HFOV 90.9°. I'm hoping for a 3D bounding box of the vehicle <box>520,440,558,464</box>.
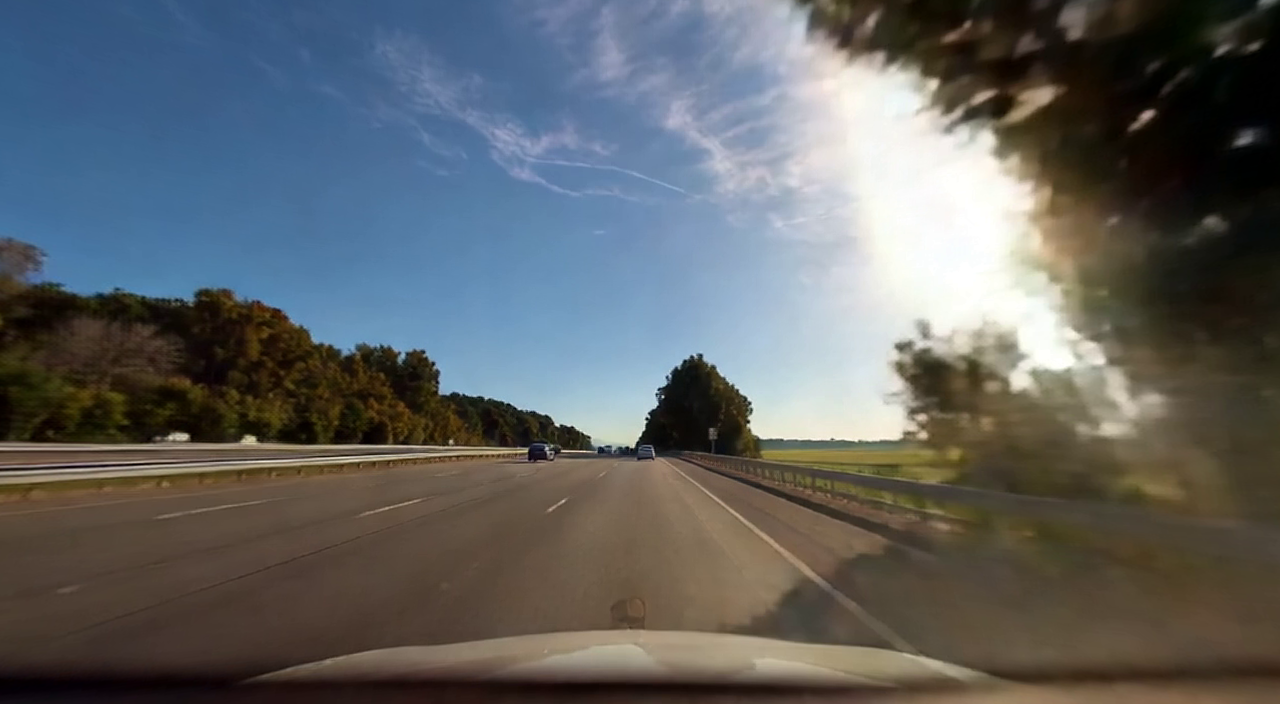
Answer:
[{"bbox_3d":[-7.154,7.116,44.888,1.972,1.603,3.891,0,-8,1],"label":"vehicle"}]
